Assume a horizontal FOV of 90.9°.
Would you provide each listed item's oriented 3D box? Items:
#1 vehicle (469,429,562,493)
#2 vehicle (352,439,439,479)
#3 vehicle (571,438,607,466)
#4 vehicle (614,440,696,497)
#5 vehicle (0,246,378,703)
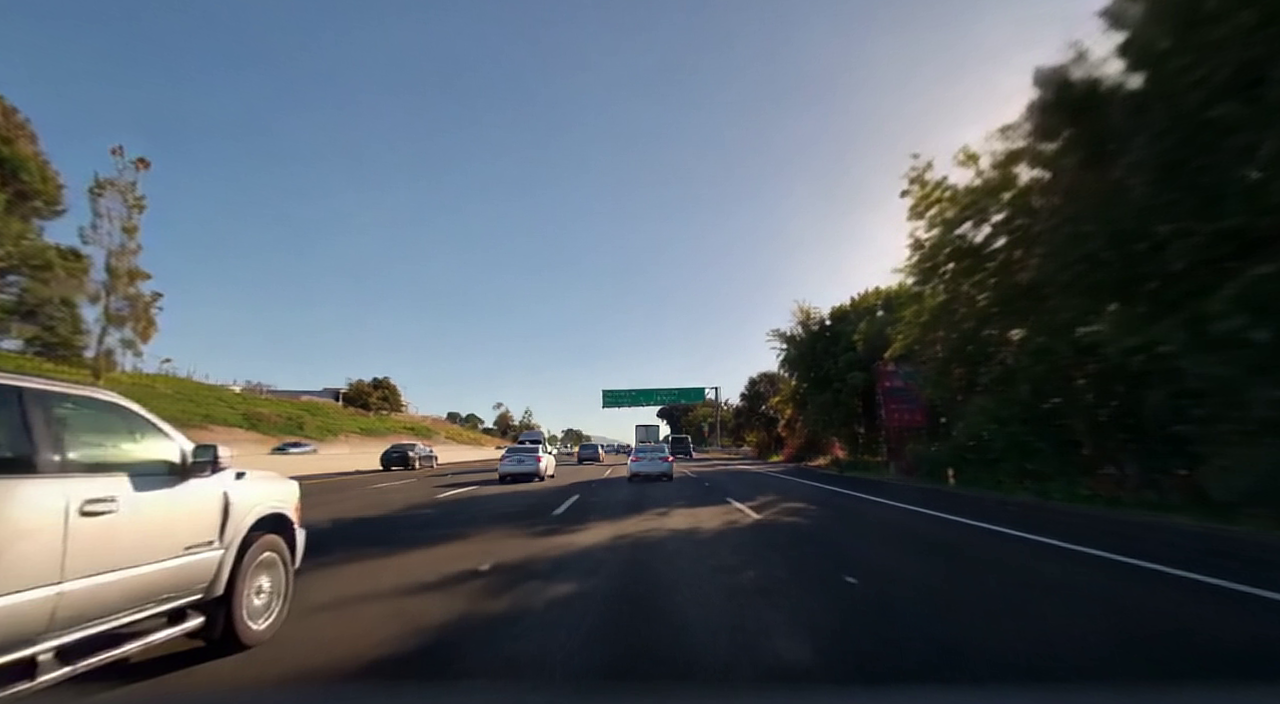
[{"bbox_3d":[-3.654,3.294,19.352,1.903,1.721,4.210,0,-8,1],"label":"vehicle"},{"bbox_3d":[-10.437,4.578,27.292,1.941,1.602,4.277,0,-8,2],"label":"vehicle"},{"bbox_3d":[-3.219,6.429,40.720,1.897,1.646,4.049,0,-8,1],"label":"vehicle"},{"bbox_3d":[0.380,3.234,17.943,2.054,1.421,4.090,0,-8,0],"label":"vehicle"},{"bbox_3d":[-3.459,0.668,2.380,2.269,2.060,5.933,0,-8,1],"label":"vehicle"}]
